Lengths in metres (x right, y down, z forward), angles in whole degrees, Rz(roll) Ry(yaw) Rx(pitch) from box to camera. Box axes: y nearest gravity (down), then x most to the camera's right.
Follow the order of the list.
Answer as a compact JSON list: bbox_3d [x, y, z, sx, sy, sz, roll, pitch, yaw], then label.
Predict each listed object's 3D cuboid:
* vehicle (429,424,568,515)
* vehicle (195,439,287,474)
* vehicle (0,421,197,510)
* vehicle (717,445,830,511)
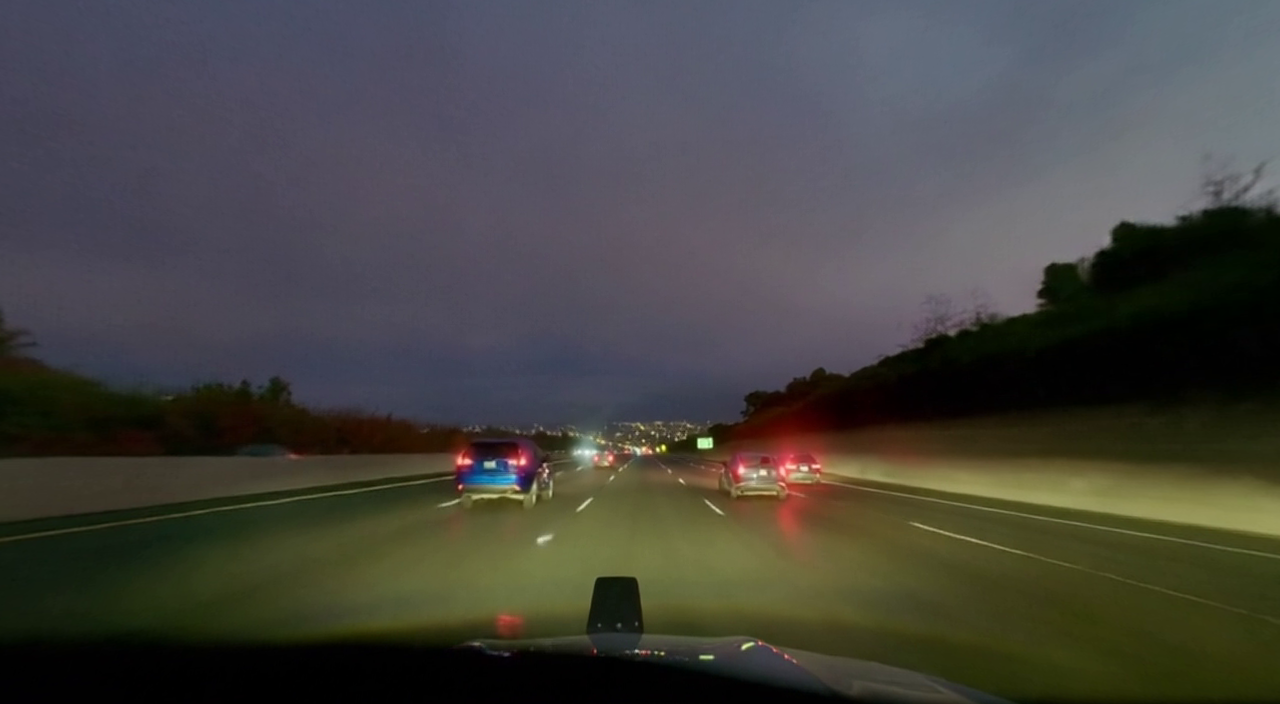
[{"bbox_3d":[-3.029,2.651,14.623,2.137,1.756,4.453,0,-9,1],"label":"vehicle"},{"bbox_3d":[-21.503,5.657,34.219,1.978,1.716,4.532,0,-9,0],"label":"vehicle"},{"bbox_3d":[-11.836,2.308,13.215,1.902,1.539,4.310,0,-9,0],"label":"vehicle"},{"bbox_3d":[3.330,3.215,16.589,1.979,1.486,4.125,0,-9,-1],"label":"vehicle"}]
